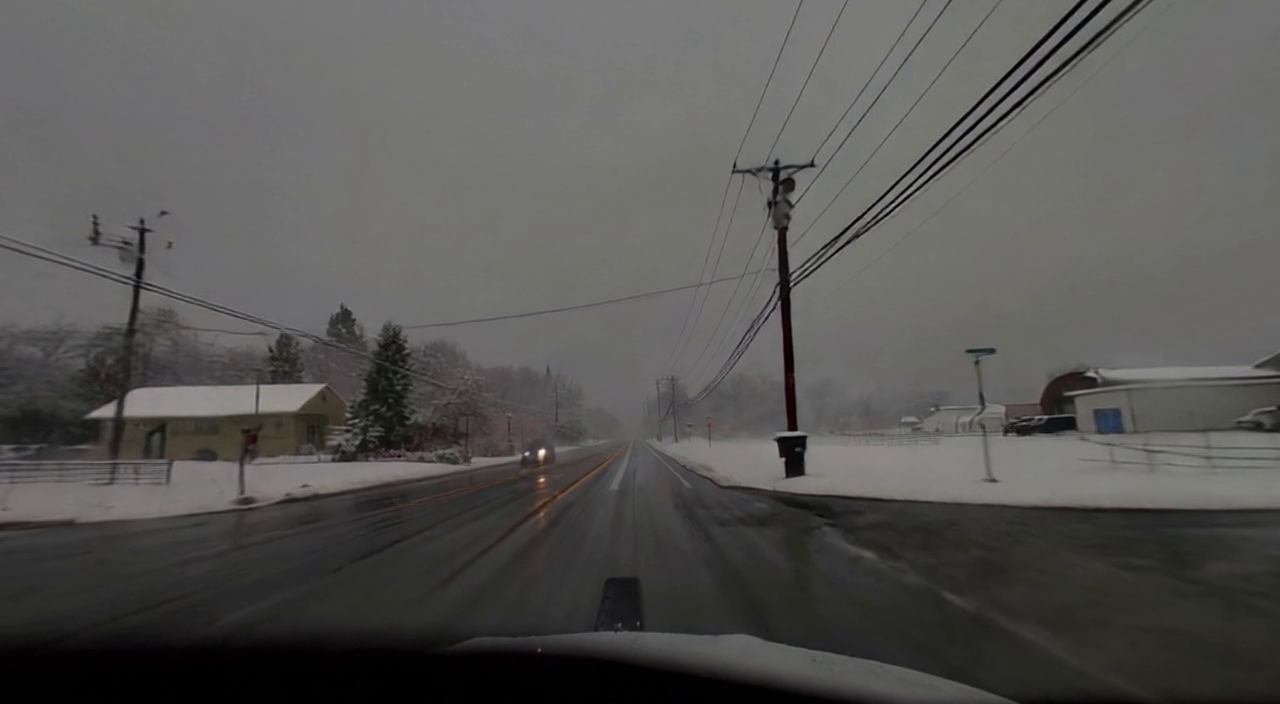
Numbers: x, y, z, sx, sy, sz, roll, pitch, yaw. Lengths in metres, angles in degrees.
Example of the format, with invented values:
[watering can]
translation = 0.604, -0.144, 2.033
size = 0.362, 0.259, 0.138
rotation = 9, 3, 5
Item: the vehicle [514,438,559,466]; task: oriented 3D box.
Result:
[vehicle]
translation = -6.616, 6.454, 40.940
size = 2.113, 1.710, 4.438
rotation = 0, -8, 1
